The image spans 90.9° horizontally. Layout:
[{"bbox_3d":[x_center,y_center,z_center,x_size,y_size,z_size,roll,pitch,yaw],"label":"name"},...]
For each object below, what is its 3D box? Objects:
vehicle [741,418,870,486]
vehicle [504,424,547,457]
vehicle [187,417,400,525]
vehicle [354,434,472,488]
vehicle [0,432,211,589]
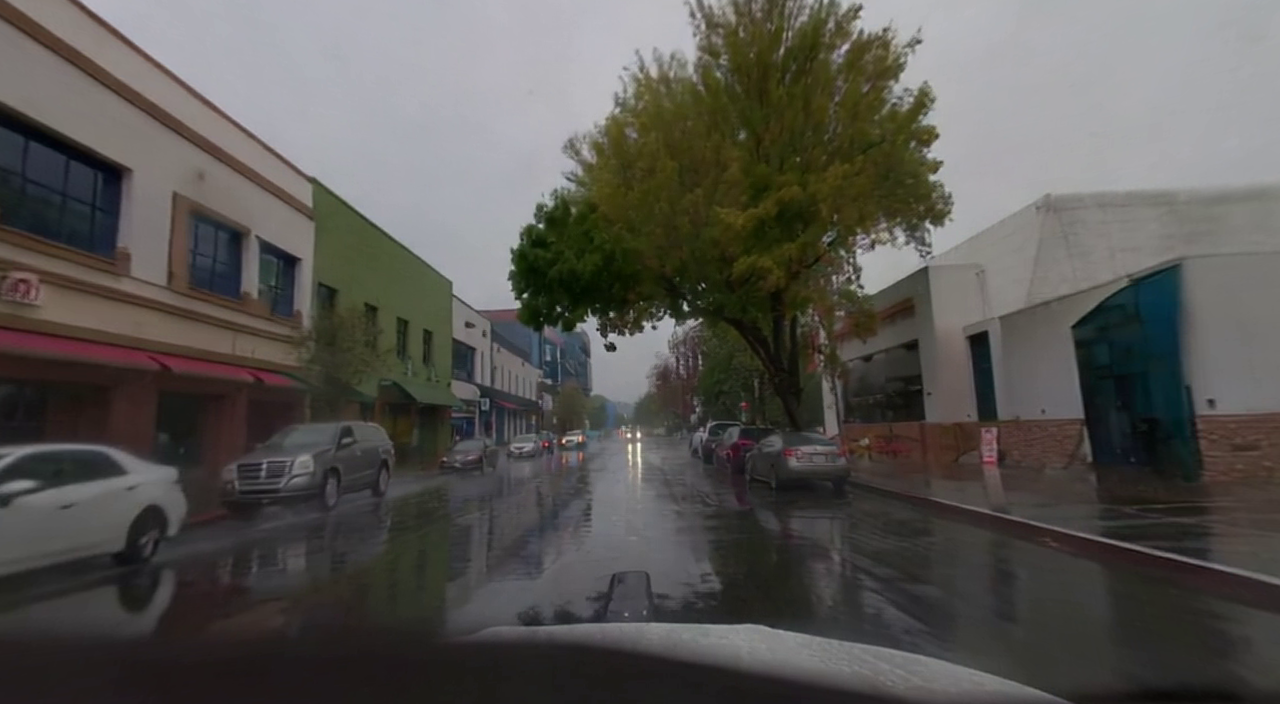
[{"bbox_3d":[4.059,2.570,16.444,1.973,1.494,4.867,0,-8,-1],"label":"vehicle"},{"bbox_3d":[-7.270,5.758,40.557,1.996,1.770,5.518,-1,-10,-3],"label":"vehicle"},{"bbox_3d":[-7.218,2.456,13.911,2.238,1.891,4.780,-1,-7,-3],"label":"vehicle"},{"bbox_3d":[-7.238,3.500,20.736,2.001,1.502,4.851,-1,-8,1],"label":"vehicle"},{"bbox_3d":[-7.138,1.670,6.861,1.917,1.487,4.659,-2,-8,-4],"label":"vehicle"}]
